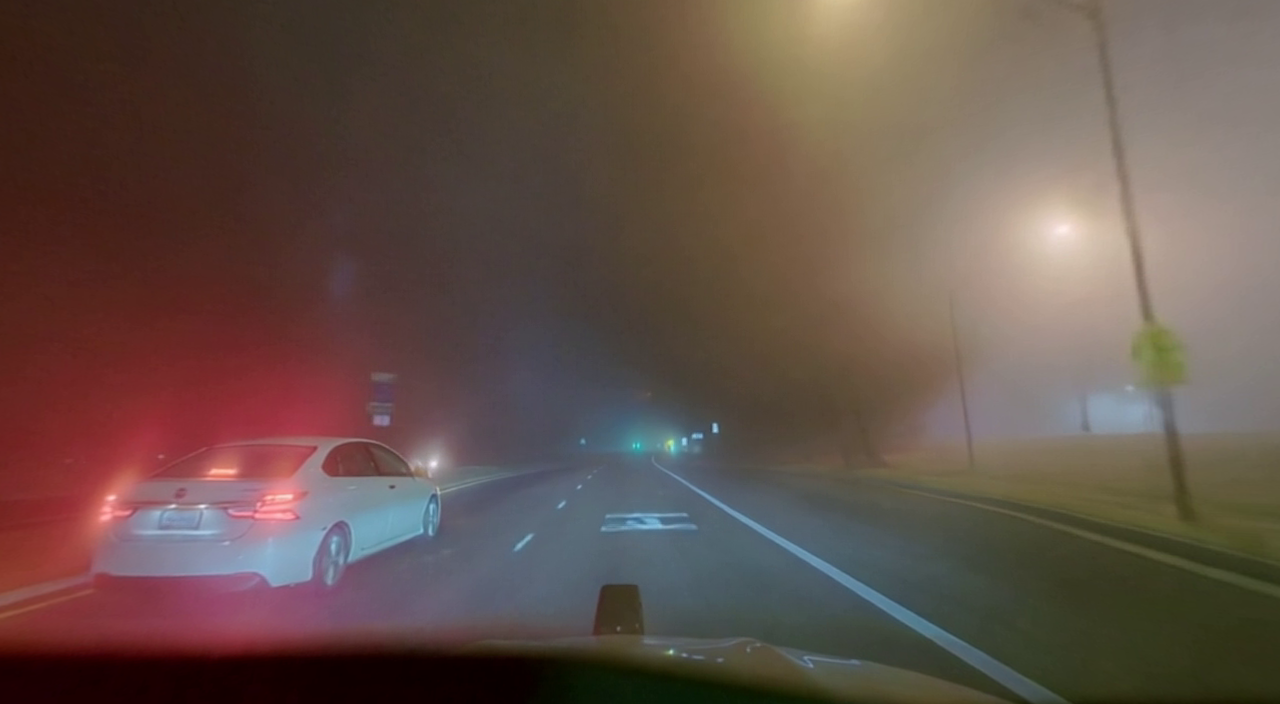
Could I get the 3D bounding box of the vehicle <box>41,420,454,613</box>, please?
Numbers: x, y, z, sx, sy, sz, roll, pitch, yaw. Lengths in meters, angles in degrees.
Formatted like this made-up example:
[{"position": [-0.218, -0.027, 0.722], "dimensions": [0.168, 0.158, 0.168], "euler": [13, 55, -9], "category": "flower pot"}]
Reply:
[{"position": [-3.806, 1.641, 7.280], "dimensions": [1.915, 1.521, 4.283], "euler": [0, -9, 1], "category": "vehicle"}]
